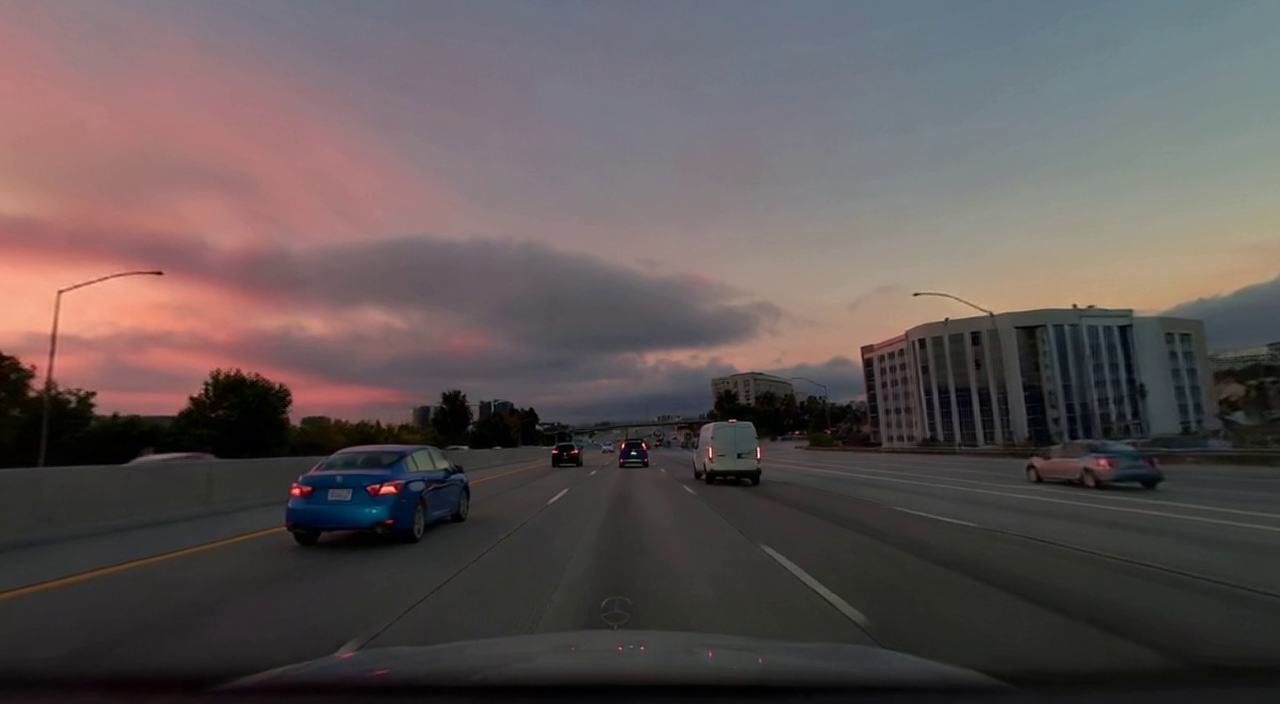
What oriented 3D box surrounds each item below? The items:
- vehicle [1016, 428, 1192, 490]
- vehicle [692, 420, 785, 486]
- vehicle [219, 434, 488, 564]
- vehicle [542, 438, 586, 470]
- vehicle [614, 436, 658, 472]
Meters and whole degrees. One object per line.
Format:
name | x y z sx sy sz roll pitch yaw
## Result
vehicle | 14.466 3.379 20.178 2.010 1.721 4.871 0 -9 2
vehicle | 3.374 3.658 22.981 2.250 2.074 5.723 0 -9 -2
vehicle | -3.816 2.015 9.481 1.991 1.469 4.381 0 -9 0
vehicle | -4.514 6.135 38.096 2.109 1.793 4.613 0 -9 0
vehicle | -0.228 5.475 33.927 2.212 1.786 4.198 0 -9 -1
